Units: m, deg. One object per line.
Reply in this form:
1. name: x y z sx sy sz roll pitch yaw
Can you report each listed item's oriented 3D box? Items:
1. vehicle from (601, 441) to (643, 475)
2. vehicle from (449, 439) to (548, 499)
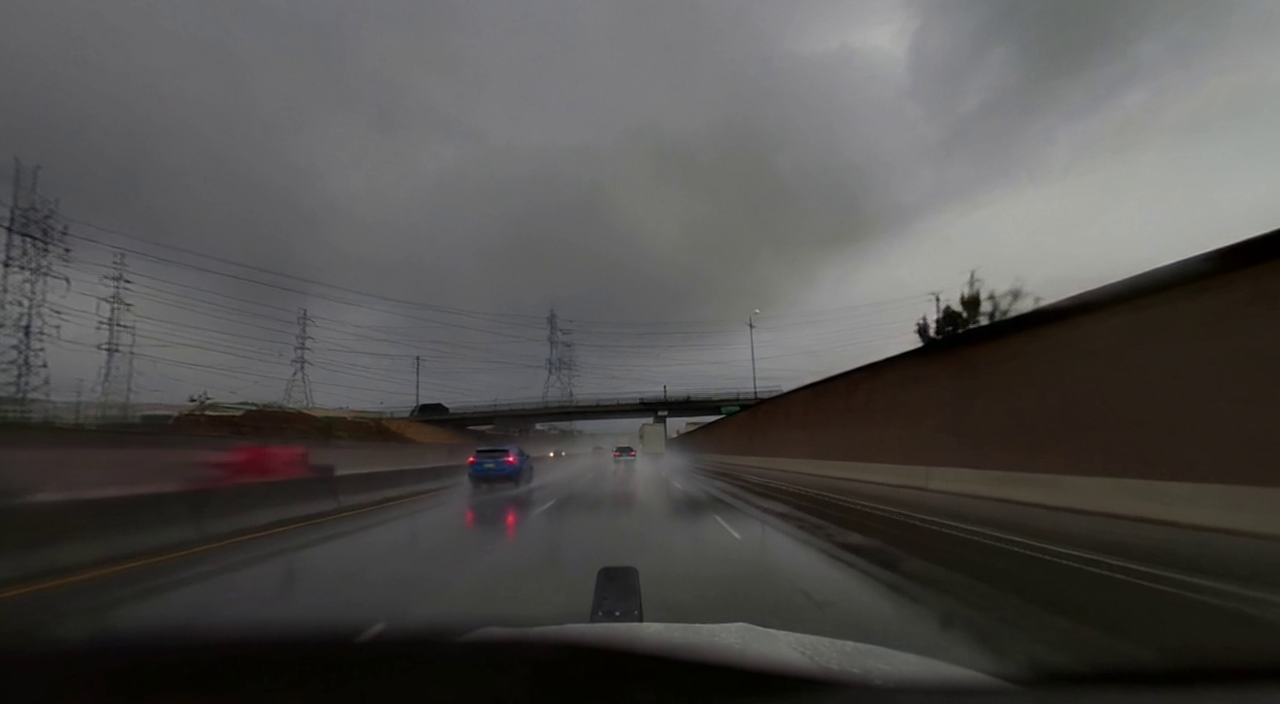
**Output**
1. vehicle: -0.892 5.453 32.387 2.004 1.615 4.113 0 -9 -1
2. vehicle: -3.957 3.346 18.278 1.987 1.548 3.981 0 -9 -1
